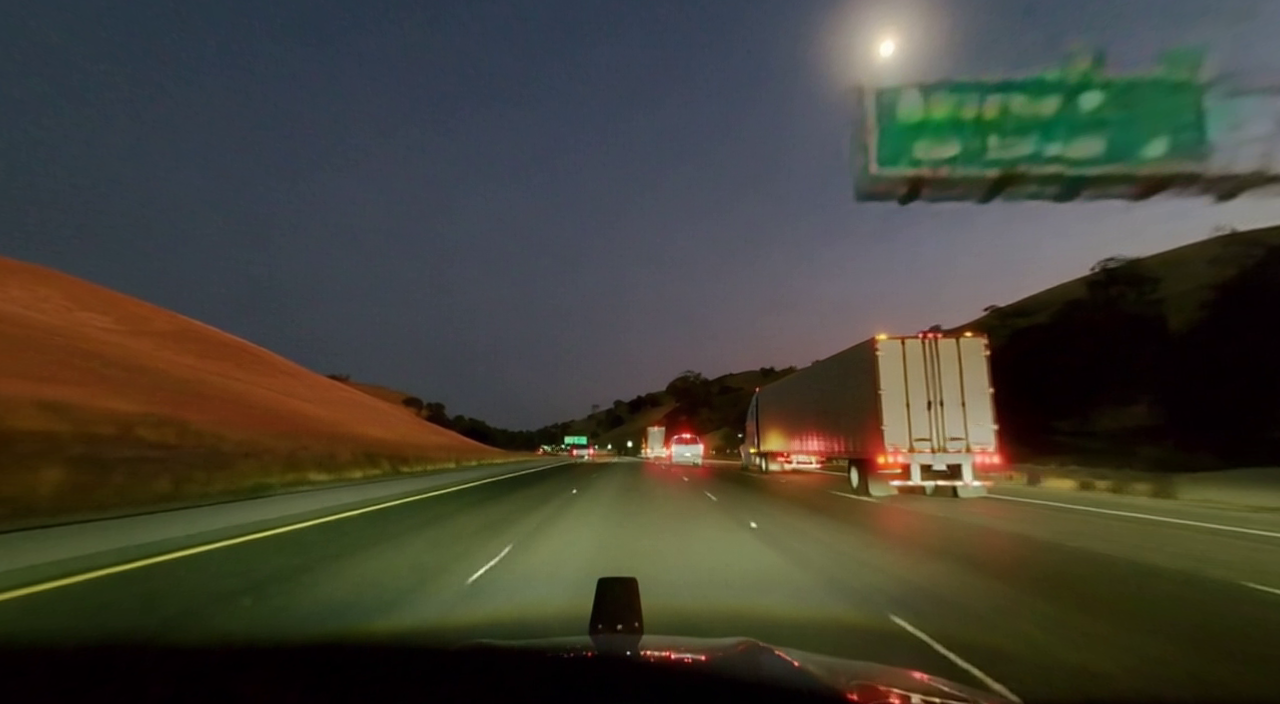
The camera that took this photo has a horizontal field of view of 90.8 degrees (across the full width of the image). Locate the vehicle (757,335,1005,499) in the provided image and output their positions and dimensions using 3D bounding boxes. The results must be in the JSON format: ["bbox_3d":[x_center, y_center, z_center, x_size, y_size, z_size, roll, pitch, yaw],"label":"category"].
[{"bbox_3d":[7.668,2.842,24.368,2.935,4.187,16.357,0,-8,-1],"label":"vehicle"}]

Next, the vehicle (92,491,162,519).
[{"bbox_3d":[-33.133,9.879,40.939,1.532,1.395,3.533,0,-8,0],"label":"vehicle"}]

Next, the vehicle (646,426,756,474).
[{"bbox_3d":[2.932,4.855,31.412,5.075,2.277,2.365,0,-9,-3],"label":"vehicle"}]
